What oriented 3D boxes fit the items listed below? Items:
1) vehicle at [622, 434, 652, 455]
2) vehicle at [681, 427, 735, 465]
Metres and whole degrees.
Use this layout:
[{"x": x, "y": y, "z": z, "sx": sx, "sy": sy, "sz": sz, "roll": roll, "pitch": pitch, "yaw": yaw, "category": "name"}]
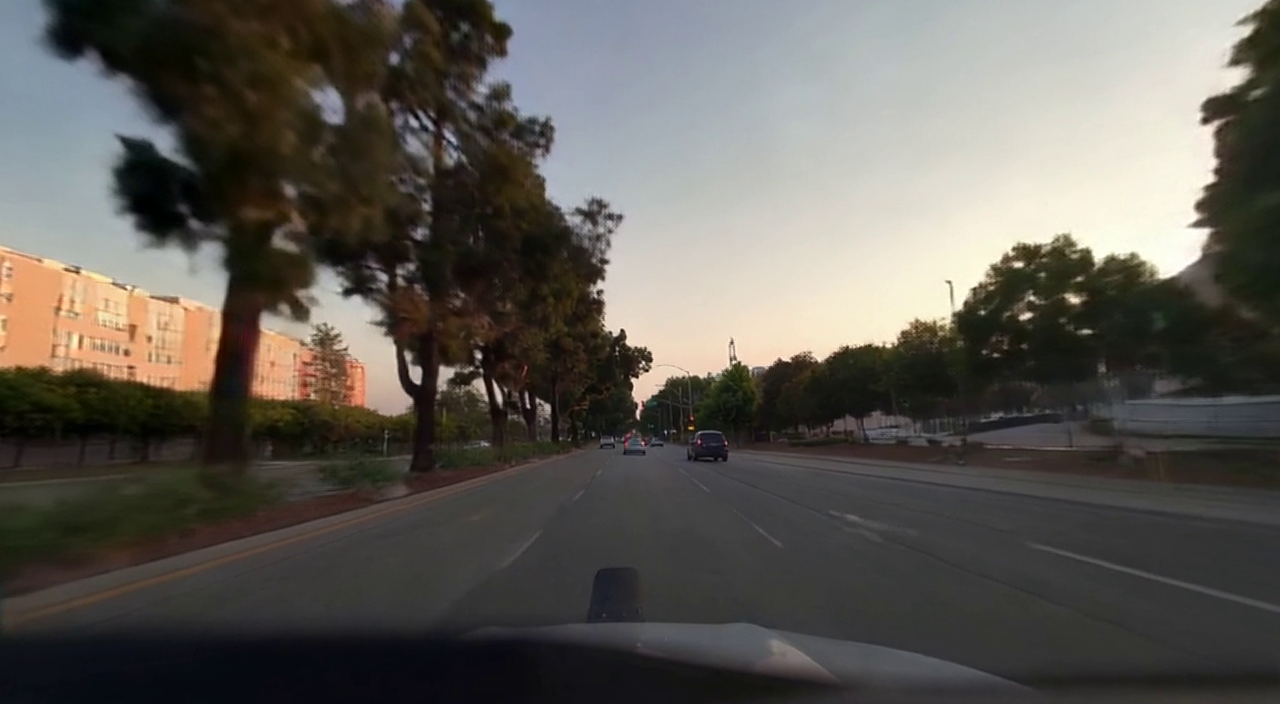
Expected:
[{"x": -0.250, "y": 6.691, "z": 45.518, "sx": 2.039, "sy": 1.455, "sz": 3.826, "roll": 0, "pitch": -8, "yaw": -1, "category": "vehicle"}, {"x": 3.387, "y": 4.807, "z": 32.292, "sx": 2.181, "sy": 1.781, "sz": 4.257, "roll": 0, "pitch": -8, "yaw": -1, "category": "vehicle"}]
